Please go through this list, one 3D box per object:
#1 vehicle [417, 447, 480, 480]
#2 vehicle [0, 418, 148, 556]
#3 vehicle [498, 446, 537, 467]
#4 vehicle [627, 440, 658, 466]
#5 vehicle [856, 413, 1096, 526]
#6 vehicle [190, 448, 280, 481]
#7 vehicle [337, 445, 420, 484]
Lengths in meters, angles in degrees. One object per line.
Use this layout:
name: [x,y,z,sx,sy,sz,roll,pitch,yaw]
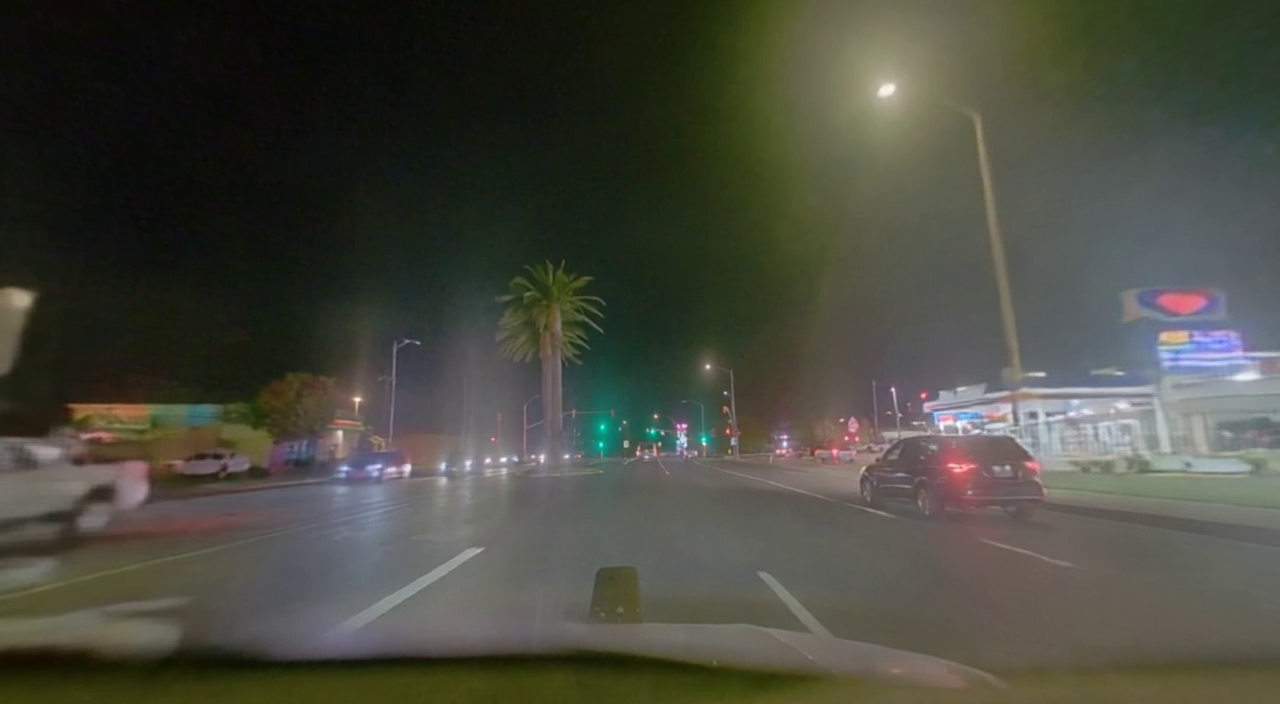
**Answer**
vehicle: [-9.104,5.311,30.421,1.806,1.444,3.606,-1,-9,2]
vehicle: [-9.390,1.757,8.147,2.042,1.782,4.919,-1,-9,1]
vehicle: [-9.167,7.864,47.674,1.931,1.479,4.555,-1,-9,2]
vehicle: [0.203,7.376,46.215,2.177,1.754,3.815,0,-9,0]
vehicle: [6.307,2.277,12.784,2.066,1.807,4.893,0,-9,-1]
vehicle: [-22.999,6.370,36.200,1.992,1.763,4.726,0,-9,0]
vehicle: [-12.541,5.380,30.686,2.082,1.720,4.316,-1,-9,1]
